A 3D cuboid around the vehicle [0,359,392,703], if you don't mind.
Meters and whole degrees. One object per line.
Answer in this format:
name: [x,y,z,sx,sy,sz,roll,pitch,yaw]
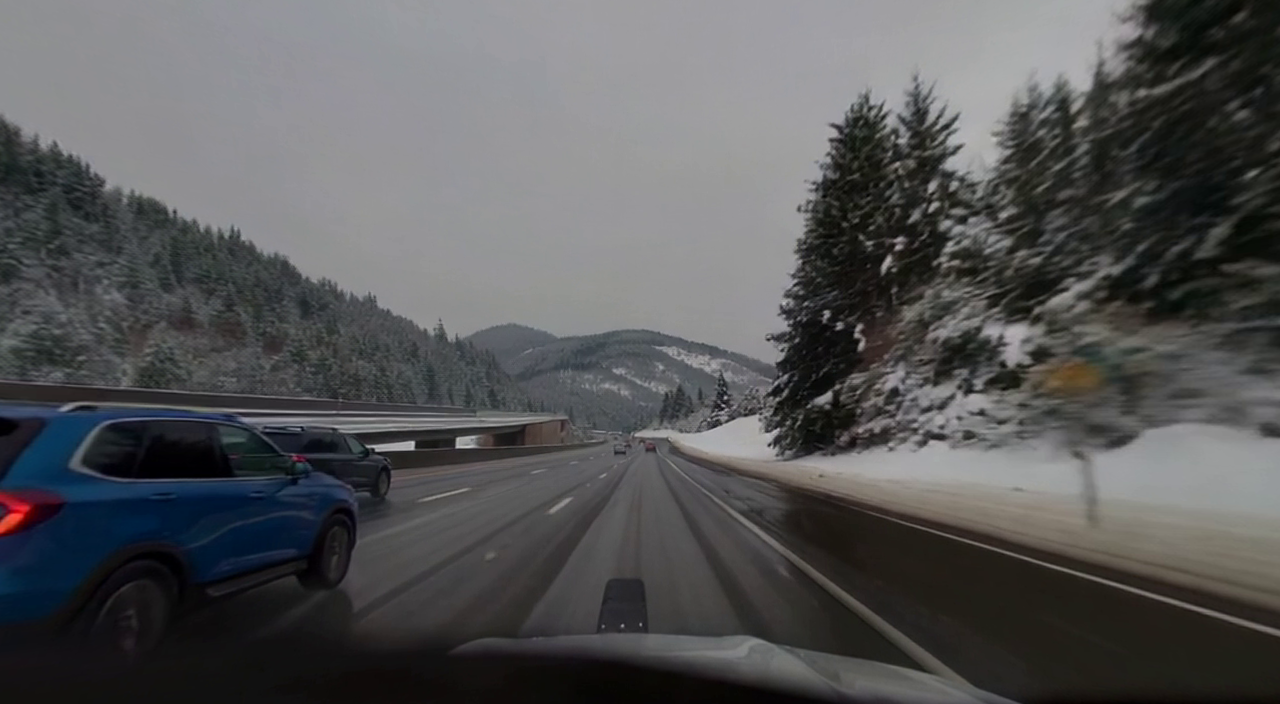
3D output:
vehicle: [-3.552,1.129,4.235,1.983,1.663,4.290,0,-9,0]
